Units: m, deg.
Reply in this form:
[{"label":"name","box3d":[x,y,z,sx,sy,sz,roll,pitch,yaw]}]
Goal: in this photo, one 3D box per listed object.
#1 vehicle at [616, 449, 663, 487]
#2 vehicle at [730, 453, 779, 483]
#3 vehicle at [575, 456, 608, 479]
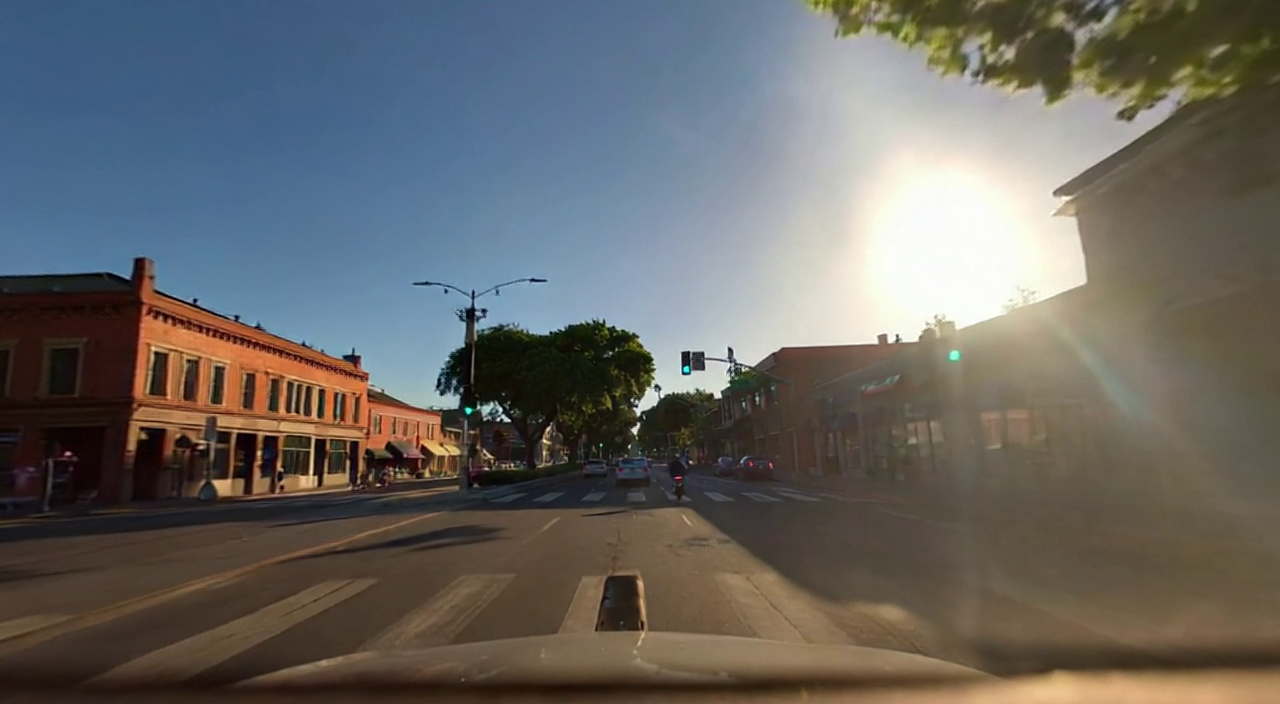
[{"label":"vehicle","box3d":[-0.072,5.862,32.291,2.223,1.775,4.250,0,-8,-1]},{"label":"vehicle","box3d":[6.728,6.893,37.705,2.069,1.590,4.066,0,-8,-1]},{"label":"vehicle","box3d":[-3.388,8.164,44.770,2.014,1.470,4.552,0,-8,-1]}]
